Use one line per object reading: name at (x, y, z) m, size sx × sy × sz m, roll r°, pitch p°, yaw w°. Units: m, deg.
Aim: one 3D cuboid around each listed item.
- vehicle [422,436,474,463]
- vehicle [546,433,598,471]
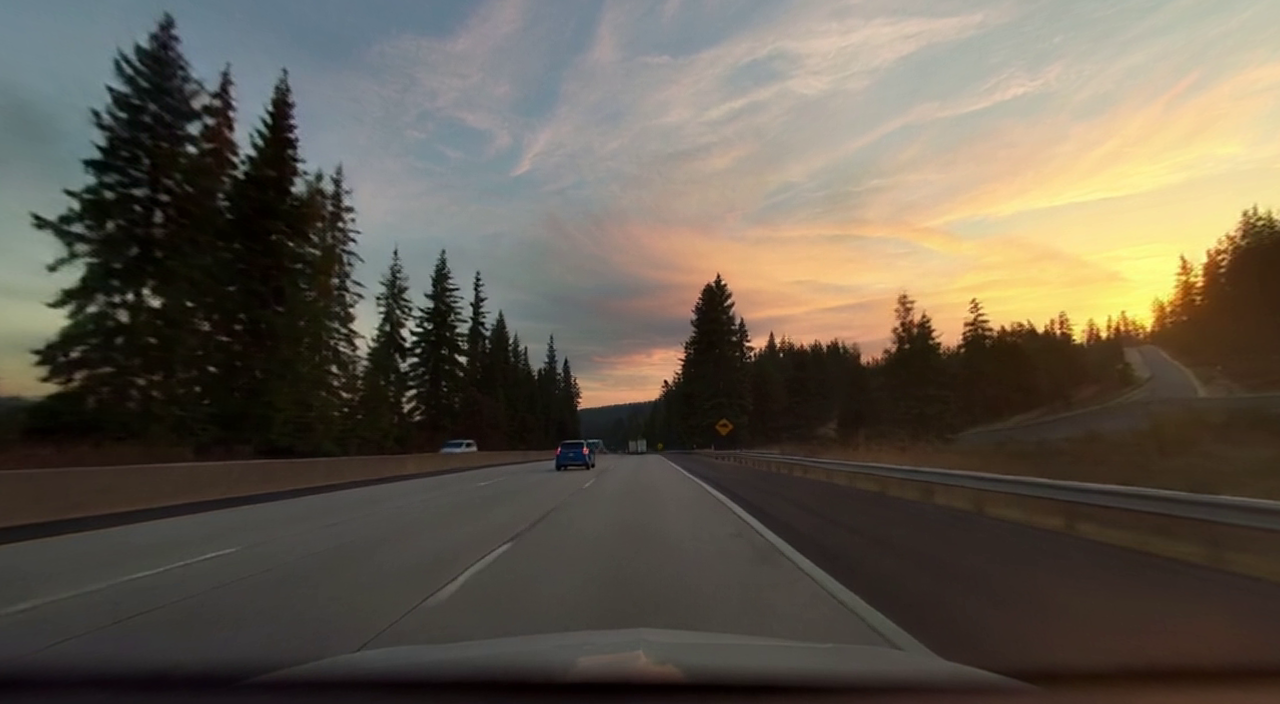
vehicle at (-13.549, 6.906, 44.651) m, size 2.126 × 1.744 × 4.816 m, roll 0°, pitch -8°, yaw 1°
vehicle at (-3.404, 5.125, 32.370) m, size 2.084 × 1.752 × 4.479 m, roll -1°, pitch -8°, yaw 1°
